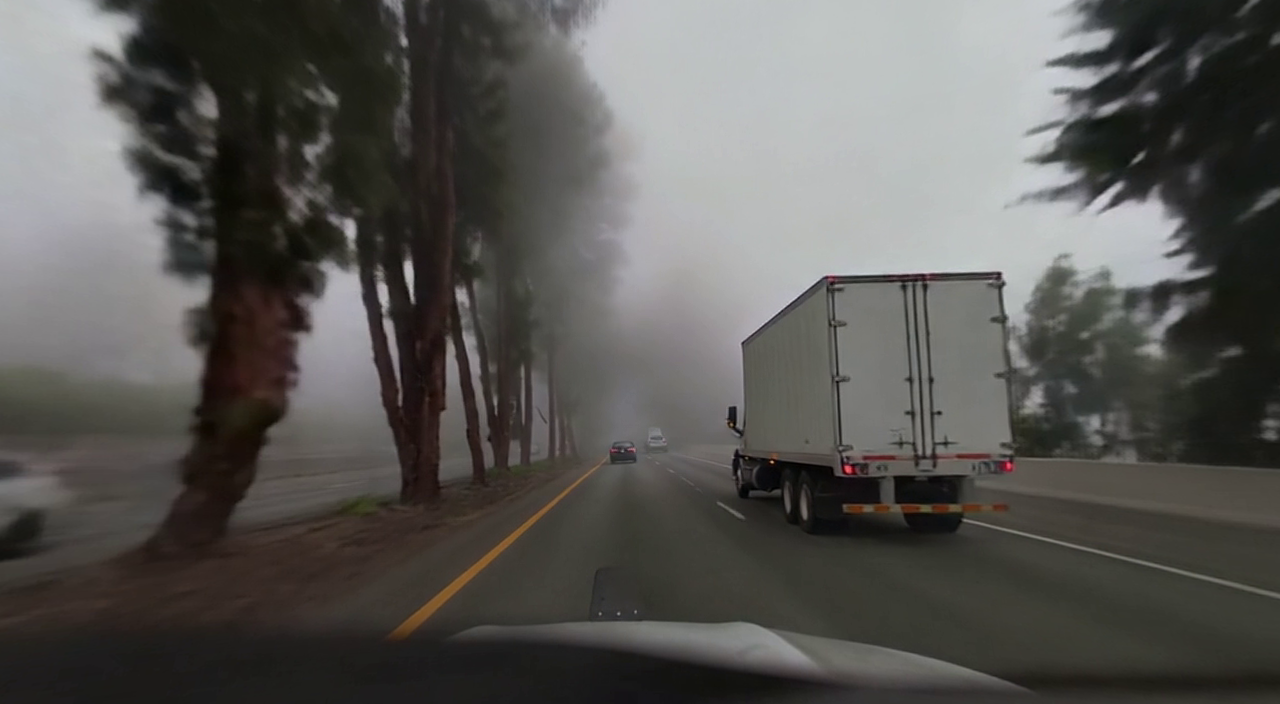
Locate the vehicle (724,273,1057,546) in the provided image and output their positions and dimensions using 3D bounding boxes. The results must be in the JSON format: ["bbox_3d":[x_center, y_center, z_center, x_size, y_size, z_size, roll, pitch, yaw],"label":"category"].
[{"bbox_3d":[3.738,1.237,12.251,2.921,3.526,8.207,0,-8,-1],"label":"vehicle"}]

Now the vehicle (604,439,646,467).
[{"bbox_3d":[-0.837,5.660,35.743,2.259,1.466,3.693,0,-8,-1],"label":"vehicle"}]
